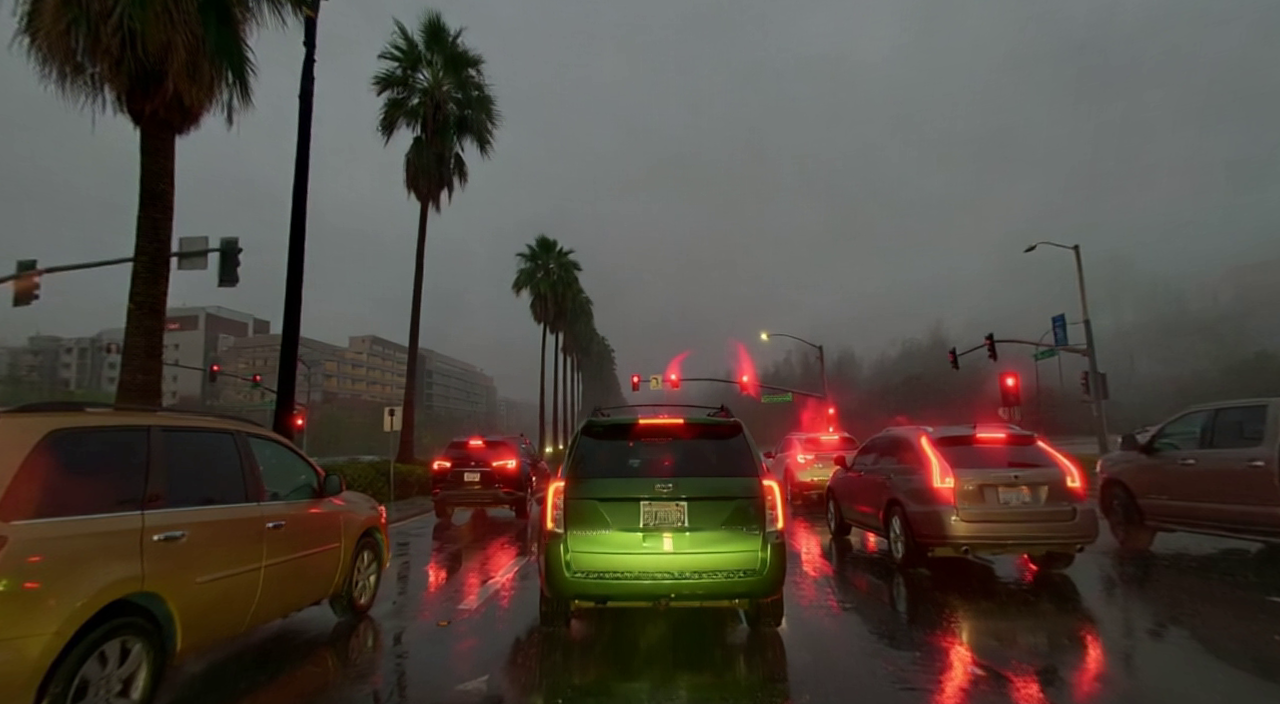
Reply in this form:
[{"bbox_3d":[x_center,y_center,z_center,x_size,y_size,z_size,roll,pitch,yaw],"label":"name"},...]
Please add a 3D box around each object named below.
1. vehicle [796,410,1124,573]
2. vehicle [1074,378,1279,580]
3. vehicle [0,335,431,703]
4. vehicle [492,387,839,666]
[{"bbox_3d":[4.038,1.864,9.277,2.072,1.704,5.170,0,-8,-1],"label":"vehicle"},{"bbox_3d":[7.333,1.211,5.975,2.337,1.925,5.728,0,-8,1],"label":"vehicle"},{"bbox_3d":[-3.149,1.088,3.904,2.171,1.702,4.416,0,-9,0],"label":"vehicle"},{"bbox_3d":[0.187,1.377,6.008,2.123,1.704,4.128,0,-8,1],"label":"vehicle"}]
